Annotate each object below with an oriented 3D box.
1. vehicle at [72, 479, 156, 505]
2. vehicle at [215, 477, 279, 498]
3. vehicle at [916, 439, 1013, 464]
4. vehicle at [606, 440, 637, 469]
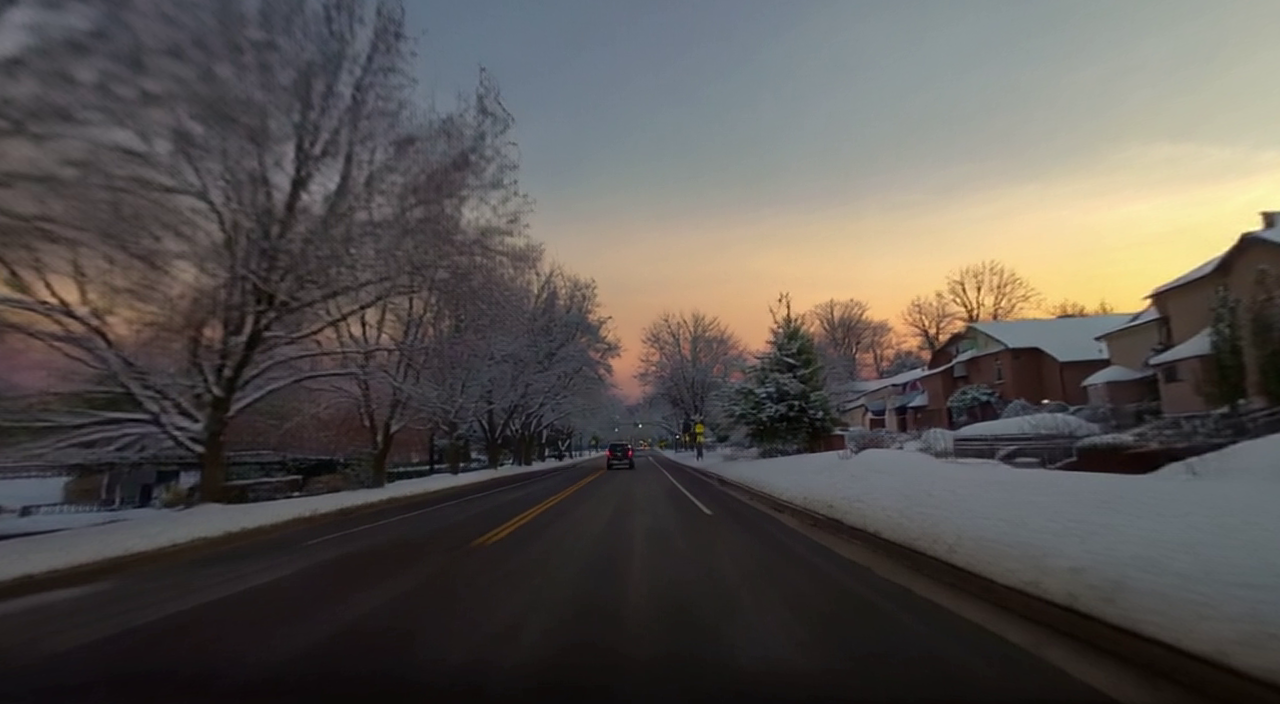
[{"bbox_3d":[-31.057,8.248,37.318,3.502,1.310,1.729,-1,-8,5],"label":"vehicle"},{"bbox_3d":[-29.542,10.205,47.558,3.675,1.432,1.636,0,-9,3],"label":"vehicle"},{"bbox_3d":[14.392,4.447,28.318,1.987,1.039,4.499,0,-9,0],"label":"vehicle"},{"bbox_3d":[-1.360,7.682,47.642,2.210,2.023,4.663,0,-9,-1],"label":"vehicle"}]
